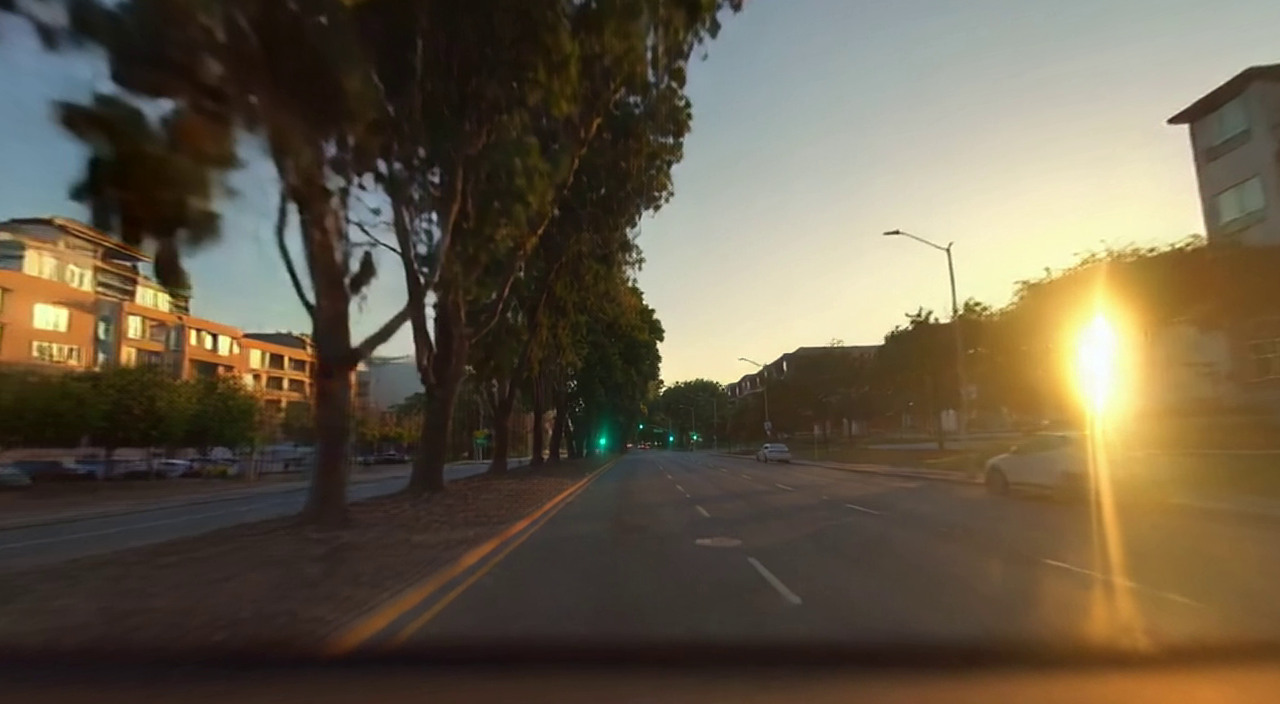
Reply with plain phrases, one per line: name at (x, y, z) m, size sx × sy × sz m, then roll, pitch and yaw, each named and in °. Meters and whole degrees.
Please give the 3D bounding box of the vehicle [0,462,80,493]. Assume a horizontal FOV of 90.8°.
vehicle at (-31.261, 6.366, 32.107) m, size 3.816 × 1.450 × 1.967 m, roll -1°, pitch -8°, yaw 4°

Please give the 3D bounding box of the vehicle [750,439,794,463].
vehicle at (9.939, 7.516, 47.933) m, size 2.051 × 1.726 × 4.898 m, roll 0°, pitch -9°, yaw -3°

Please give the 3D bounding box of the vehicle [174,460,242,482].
vehicle at (-30.973, 8.543, 45.321) m, size 3.652 × 1.488 × 1.678 m, roll -1°, pitch -8°, yaw 3°

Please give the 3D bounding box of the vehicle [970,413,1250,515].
vehicle at (9.975, 2.431, 14.150) m, size 2.272 × 1.843 × 4.913 m, roll 0°, pitch -9°, yaw -3°

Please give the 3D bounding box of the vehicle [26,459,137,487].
vehicle at (-30.804, 6.661, 34.921) m, size 4.289 × 1.480 × 1.890 m, roll 0°, pitch -8°, yaw 1°
